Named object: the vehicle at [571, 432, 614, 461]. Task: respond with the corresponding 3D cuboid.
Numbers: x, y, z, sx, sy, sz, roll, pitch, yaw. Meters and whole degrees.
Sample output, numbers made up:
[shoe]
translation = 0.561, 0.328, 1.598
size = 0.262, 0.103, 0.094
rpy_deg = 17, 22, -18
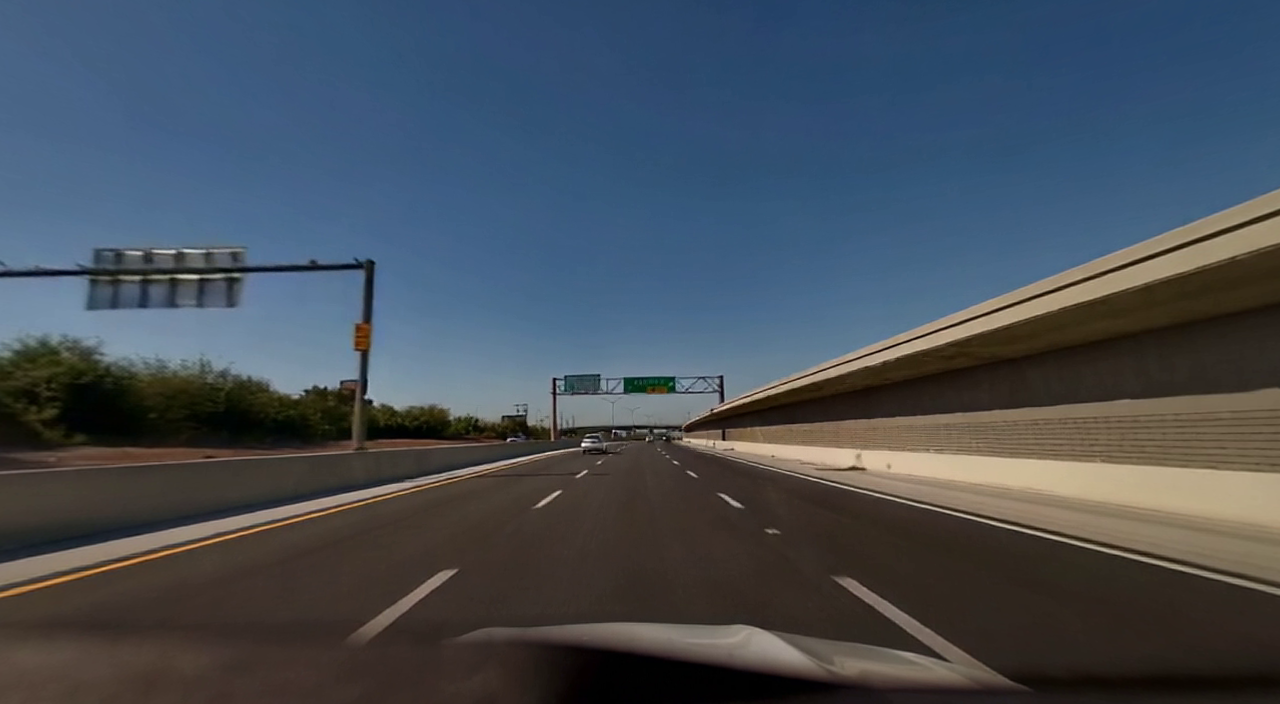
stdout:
[vehicle]
translation = -2.791, 5.663, 37.991
size = 2.148, 1.603, 4.513
rpy_deg = 0, -8, 1
